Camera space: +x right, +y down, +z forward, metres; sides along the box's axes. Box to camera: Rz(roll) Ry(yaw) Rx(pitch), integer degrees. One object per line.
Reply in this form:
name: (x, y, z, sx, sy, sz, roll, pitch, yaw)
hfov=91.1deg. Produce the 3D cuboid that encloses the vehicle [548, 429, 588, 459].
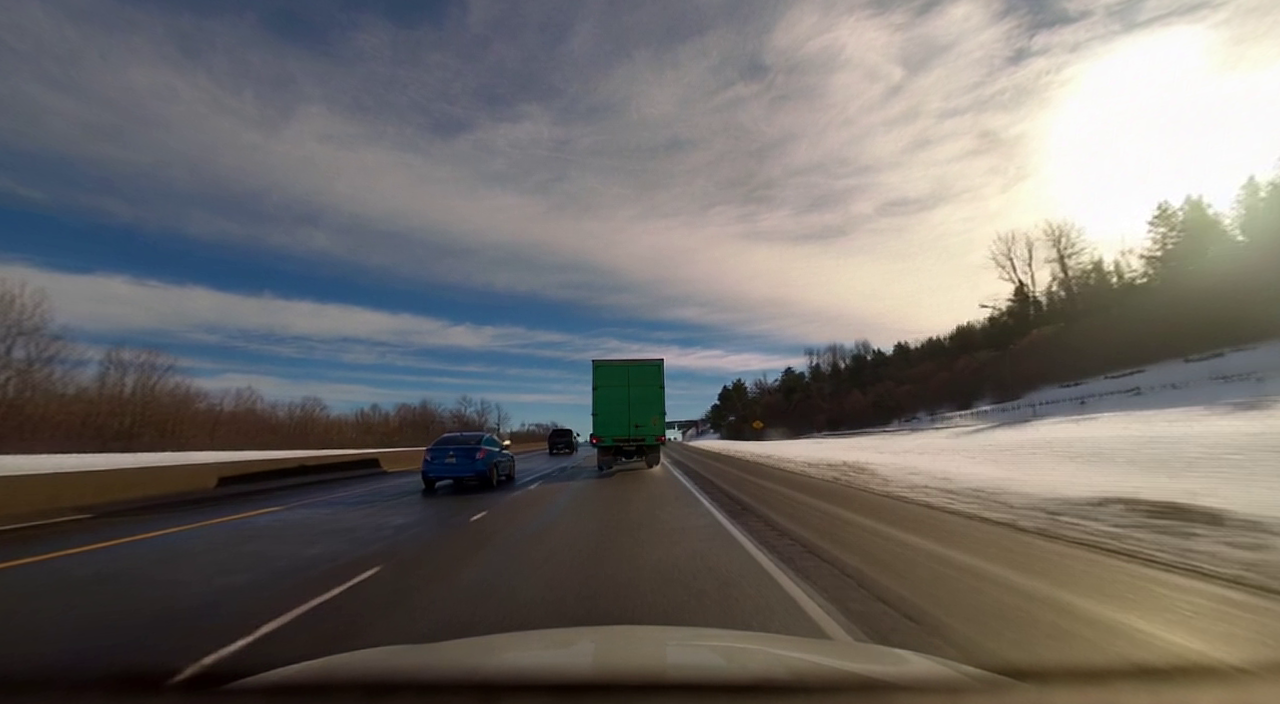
vehicle: (-4.569, 5.893, 40.514, 2.019, 1.834, 4.644, 0, -8, 0)

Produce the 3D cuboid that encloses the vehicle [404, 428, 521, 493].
vehicle: (-4.661, 2.885, 17.239, 1.931, 1.539, 4.441, 0, -8, 0)

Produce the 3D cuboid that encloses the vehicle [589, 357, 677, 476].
vehicle: (-0.323, 2.836, 26.351, 2.953, 4.041, 10.072, 0, -8, -1)
